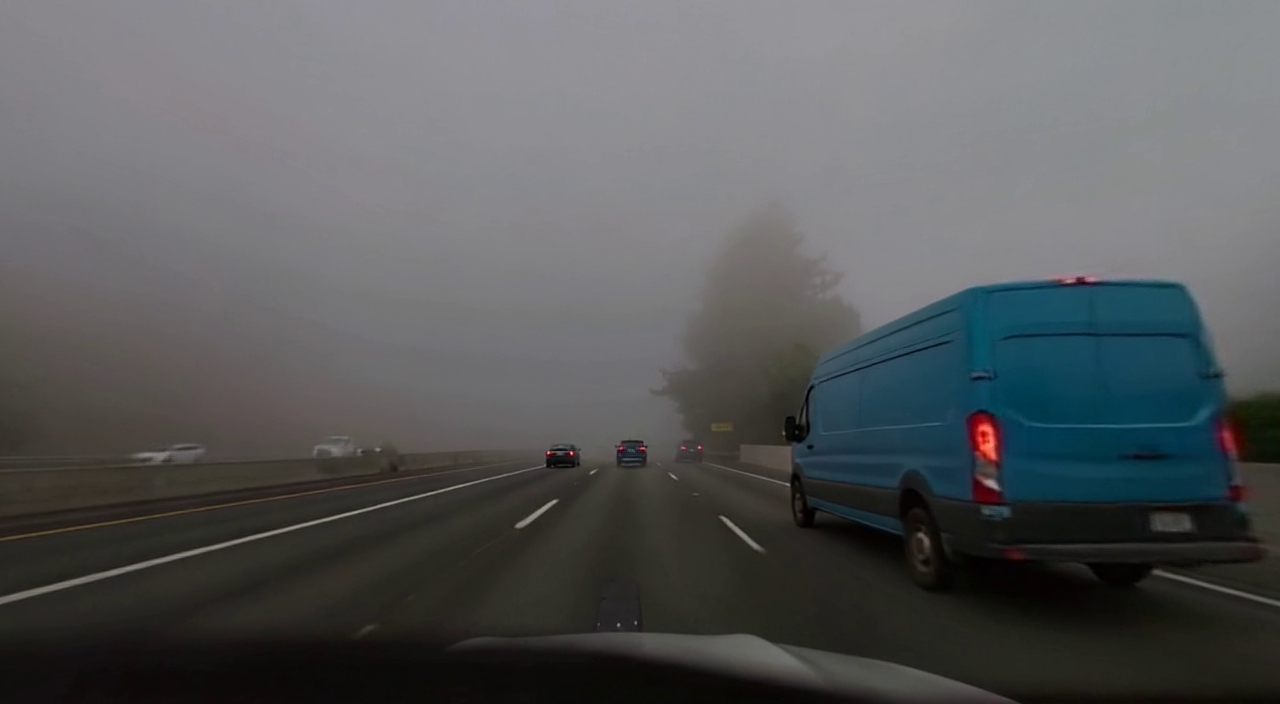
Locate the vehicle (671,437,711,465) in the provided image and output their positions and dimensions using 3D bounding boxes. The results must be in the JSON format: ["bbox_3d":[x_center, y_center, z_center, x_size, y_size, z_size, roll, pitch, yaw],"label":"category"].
[{"bbox_3d":[3.323,6.551,41.858,2.160,1.759,4.214,0,-8,-2],"label":"vehicle"}]

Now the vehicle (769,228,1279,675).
[{"bbox_3d":[3.541,1.012,7.122,2.631,2.709,6.496,0,-8,-1],"label":"vehicle"}]

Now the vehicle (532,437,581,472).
[{"bbox_3d":[-4.344,5.408,33.524,2.023,1.709,4.263,0,-8,0],"label":"vehicle"}]

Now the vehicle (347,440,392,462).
[{"bbox_3d":[-18.448,6.755,43.273,1.573,1.473,3.348,0,-8,0],"label":"vehicle"}]

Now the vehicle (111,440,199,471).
[{"bbox_3d":[-25.163,5.369,32.924,1.644,1.512,3.678,0,-8,-1],"label":"vehicle"}]

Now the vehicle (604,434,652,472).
[{"bbox_3d":[-0.588,5.212,32.748,2.297,1.783,4.355,0,-8,-1],"label":"vehicle"}]

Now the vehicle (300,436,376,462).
[{"bbox_3d":[-21.776,7.015,45.954,2.779,1.748,5.743,0,-8,-1],"label":"vehicle"}]
